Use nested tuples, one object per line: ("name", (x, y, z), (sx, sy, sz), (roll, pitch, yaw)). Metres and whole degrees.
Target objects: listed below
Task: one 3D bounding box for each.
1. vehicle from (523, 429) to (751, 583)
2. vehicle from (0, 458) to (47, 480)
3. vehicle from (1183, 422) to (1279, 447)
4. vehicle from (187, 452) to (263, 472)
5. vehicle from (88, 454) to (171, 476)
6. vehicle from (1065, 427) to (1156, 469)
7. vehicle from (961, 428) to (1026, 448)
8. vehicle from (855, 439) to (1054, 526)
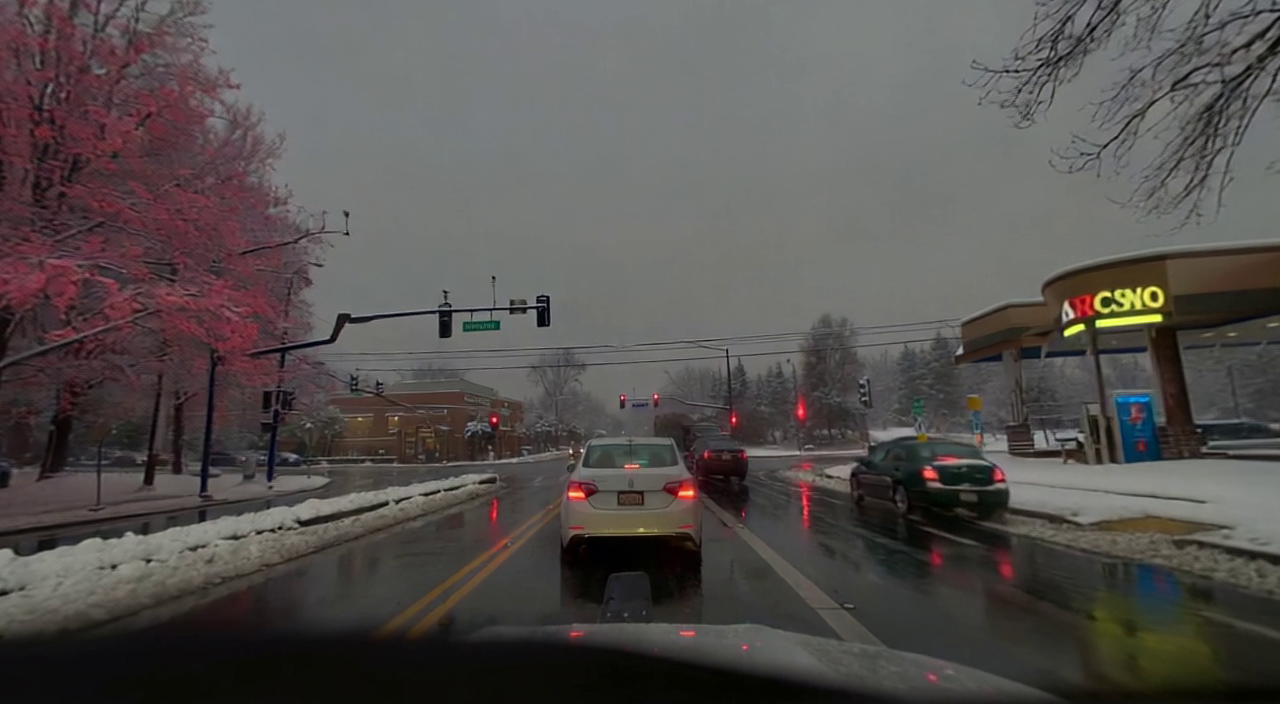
("vehicle", (-0.051, 1.800, 8.228), (2.213, 1.482, 4.057), (0, -8, -1))
("vehicle", (-44.680, 8.220, 44.245), (4.368, 1.419, 1.959), (-1, -8, 7))
("vehicle", (42.520, 5.955, 45.340), (4.664, 1.728, 2.171), (-1, -8, 5))
("vehicle", (-30.882, 8.178, 46.958), (4.466, 1.438, 1.837), (-1, -8, 5))
("vehicle", (-36.488, 8.069, 45.074), (4.609, 1.465, 1.944), (-2, -8, 11))
("vehicle", (18.576, 3.755, 24.814), (4.300, 1.495, 2.053), (8, -12, -44))
("vehicle", (27.730, 6.783, 49.539), (3.968, 1.572, 1.740), (0, -8, 2))
("vehicle", (6.311, 2.638, 13.373), (1.942, 1.511, 4.390), (0, -8, 0))
